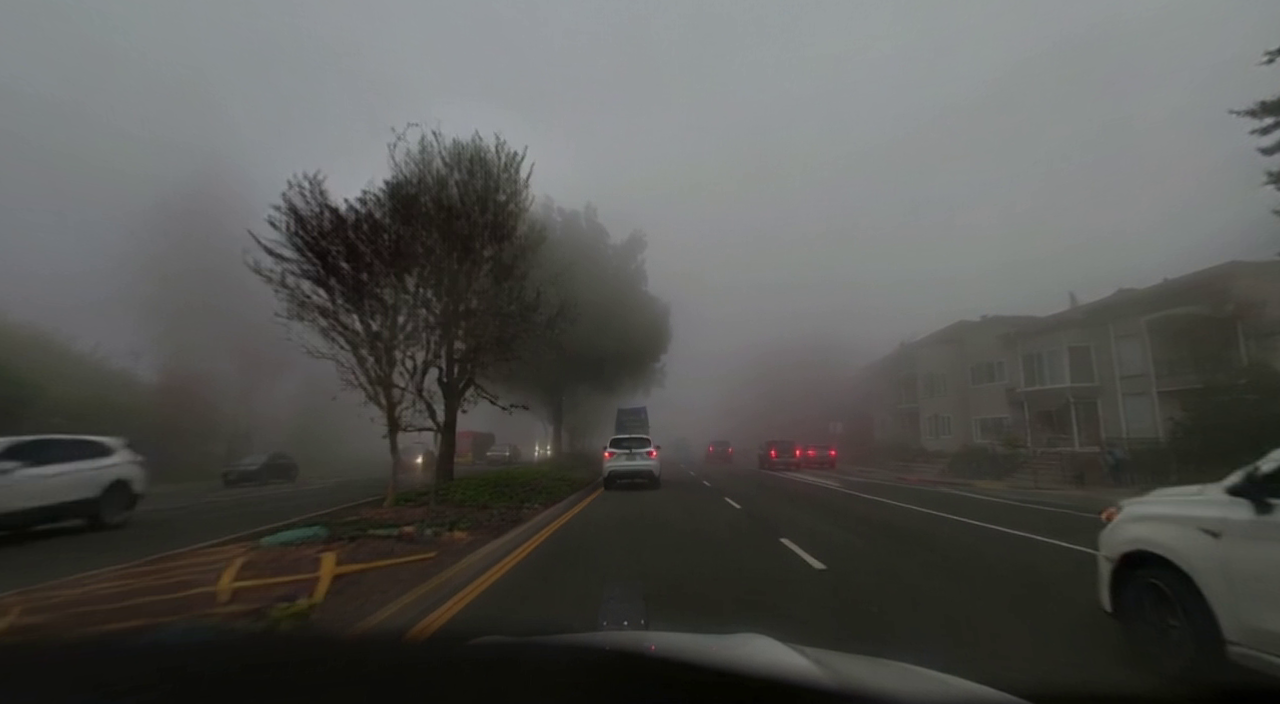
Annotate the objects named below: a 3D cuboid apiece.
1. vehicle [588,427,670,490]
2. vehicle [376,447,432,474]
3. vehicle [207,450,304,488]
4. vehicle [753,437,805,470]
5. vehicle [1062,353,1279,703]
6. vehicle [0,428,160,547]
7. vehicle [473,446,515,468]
[{"bbox_3d":[-0.313,3.383,20.303,2.332,1.798,4.546,0,-8,0],"label":"vehicle"},{"bbox_3d":[-16.212,7.440,43.580,1.972,1.723,4.608,0,-8,2],"label":"vehicle"},{"bbox_3d":[-20.236,6.149,33.471,2.001,1.788,4.776,0,-8,1],"label":"vehicle"},{"bbox_3d":[7.706,5.673,35.389,1.971,1.722,4.341,0,-8,0],"label":"vehicle"},{"bbox_3d":[3.777,0.722,1.786,2.100,1.689,4.501,0,-8,2],"label":"vehicle"},{"bbox_3d":[-10.527,2.145,10.152,2.010,1.760,4.406,-1,-8,1],"label":"vehicle"},{"bbox_3d":[-10.336,7.450,45.015,1.907,1.471,4.410,0,-8,1],"label":"vehicle"}]
